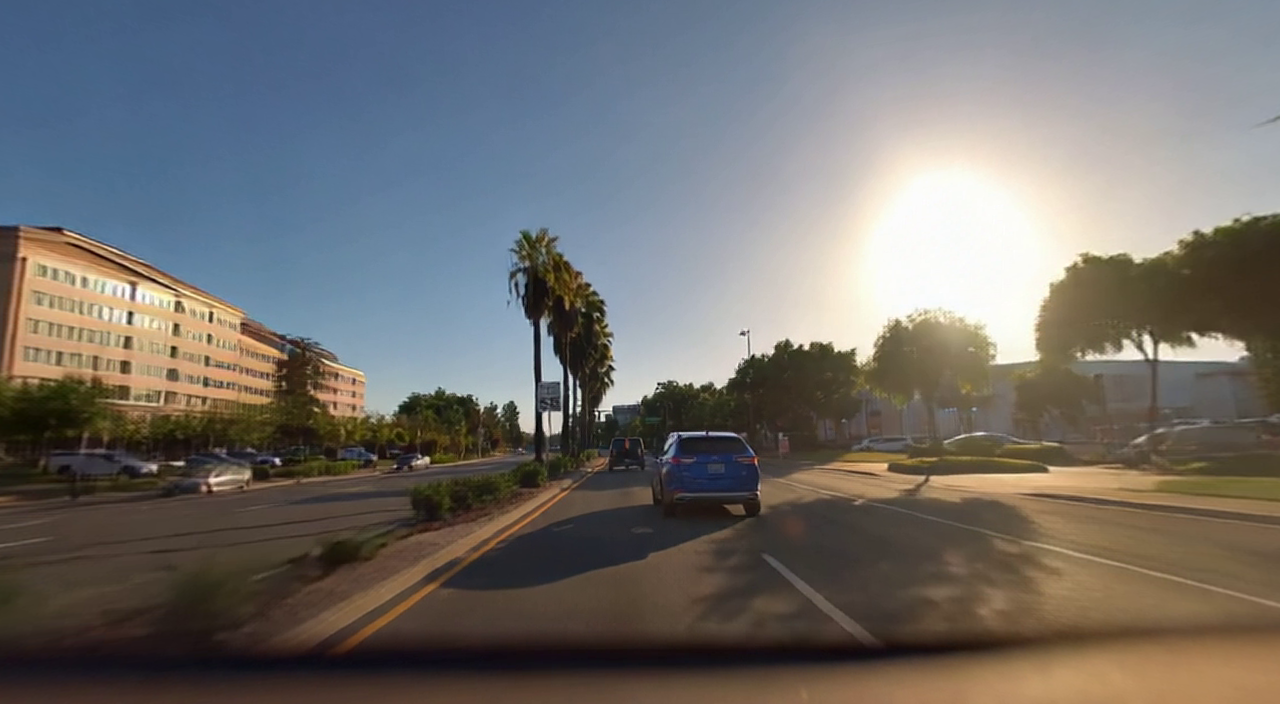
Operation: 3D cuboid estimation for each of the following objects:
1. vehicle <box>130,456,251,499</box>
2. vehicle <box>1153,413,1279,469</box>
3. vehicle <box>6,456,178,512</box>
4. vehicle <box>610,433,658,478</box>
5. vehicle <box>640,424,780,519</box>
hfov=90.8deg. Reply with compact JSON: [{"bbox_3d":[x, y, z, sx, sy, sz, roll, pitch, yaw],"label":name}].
[{"bbox_3d":[-19.797,5.497,28.152,1.929,1.646,4.716,0,-8,0],"label":"vehicle"},{"bbox_3d":[21.266,3.213,22.677,1.894,1.784,4.571,0,-8,2],"label":"vehicle"},{"bbox_3d":[-19.654,4.693,23.023,2.029,1.723,4.639,0,-8,1],"label":"vehicle"},{"bbox_3d":[-0.273,4.598,28.305,1.981,1.854,3.983,0,-8,0],"label":"vehicle"},{"bbox_3d":[1.275,2.480,13.645,2.239,1.693,4.301,0,-8,-4],"label":"vehicle"}]
